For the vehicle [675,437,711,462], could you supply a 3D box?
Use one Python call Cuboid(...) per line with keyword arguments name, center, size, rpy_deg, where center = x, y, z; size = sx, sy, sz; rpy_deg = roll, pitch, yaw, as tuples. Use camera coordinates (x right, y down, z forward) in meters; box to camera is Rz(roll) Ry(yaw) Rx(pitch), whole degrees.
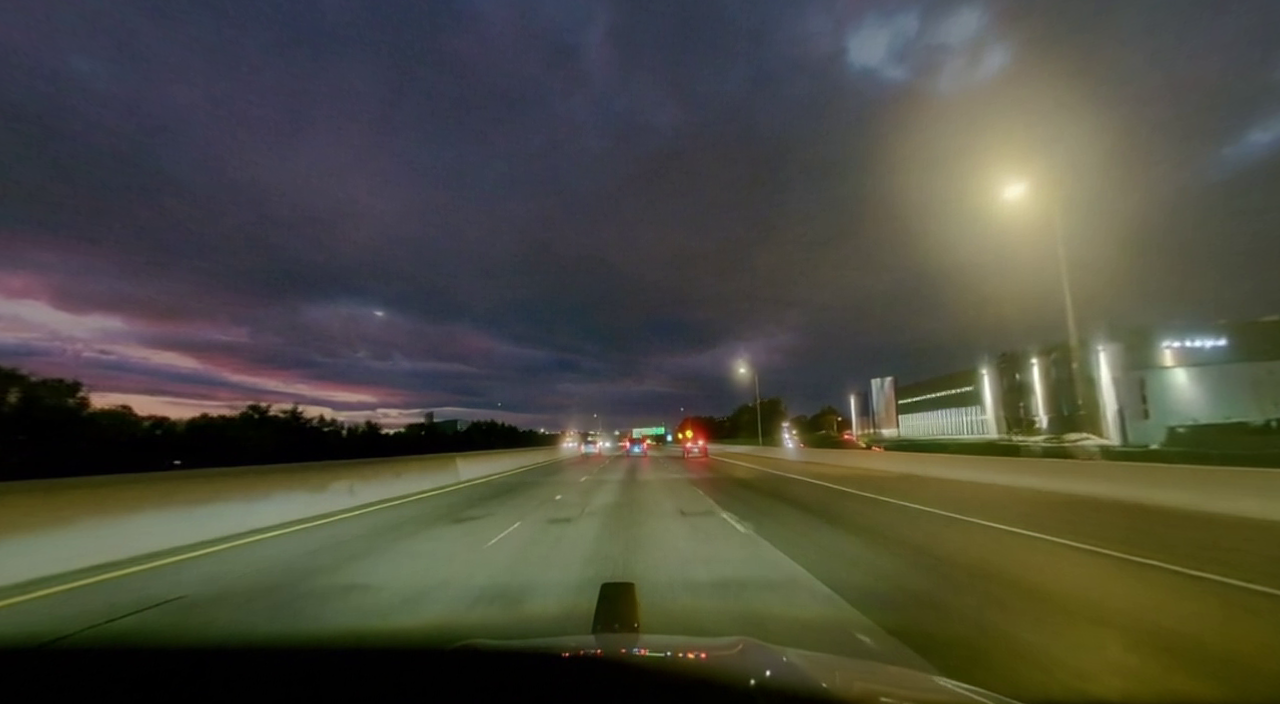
Cuboid(name="vehicle", center=(3.467, 6.393, 41.440), size=(1.992, 1.532, 3.996), rpy_deg=(0, -8, 0))
